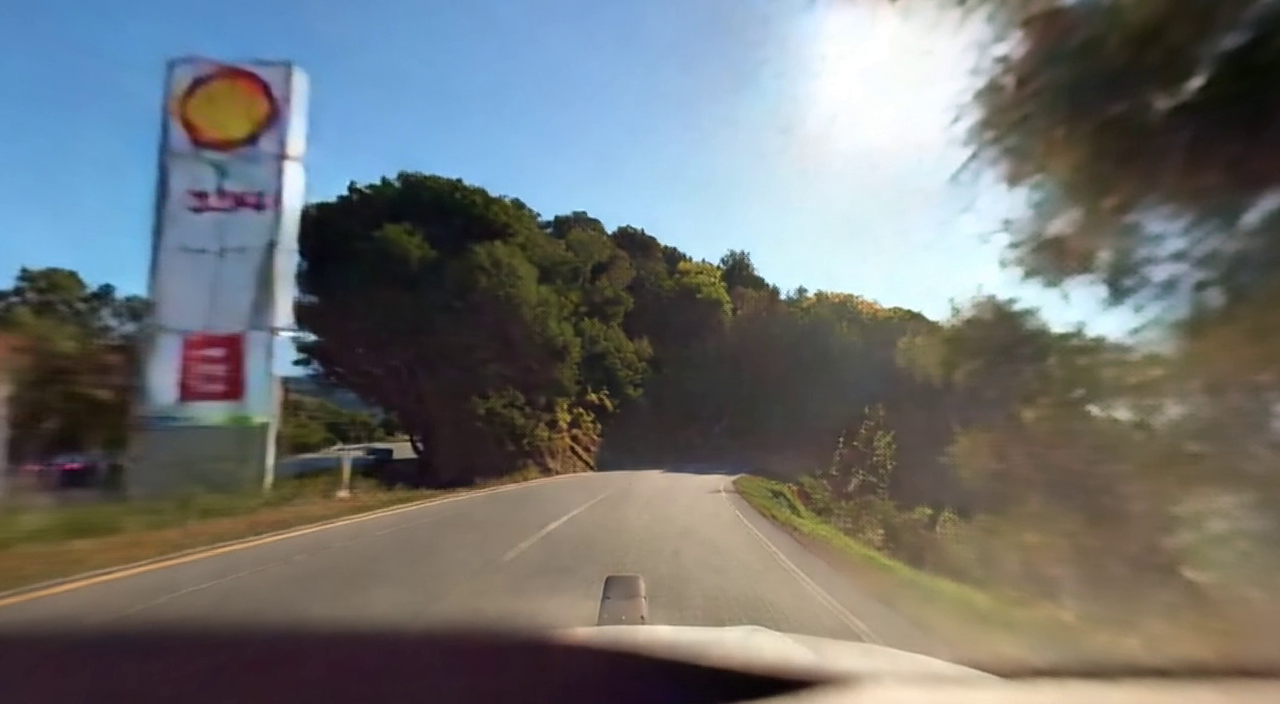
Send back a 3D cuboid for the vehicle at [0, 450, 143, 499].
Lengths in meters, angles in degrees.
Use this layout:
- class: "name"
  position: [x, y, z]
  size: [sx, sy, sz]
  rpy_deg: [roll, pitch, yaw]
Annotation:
- class: "vehicle"
  position: [-20.306, 4.317, 22.612]
  size: [2.015, 1.517, 4.991]
  rpy_deg: [2, -10, -16]
